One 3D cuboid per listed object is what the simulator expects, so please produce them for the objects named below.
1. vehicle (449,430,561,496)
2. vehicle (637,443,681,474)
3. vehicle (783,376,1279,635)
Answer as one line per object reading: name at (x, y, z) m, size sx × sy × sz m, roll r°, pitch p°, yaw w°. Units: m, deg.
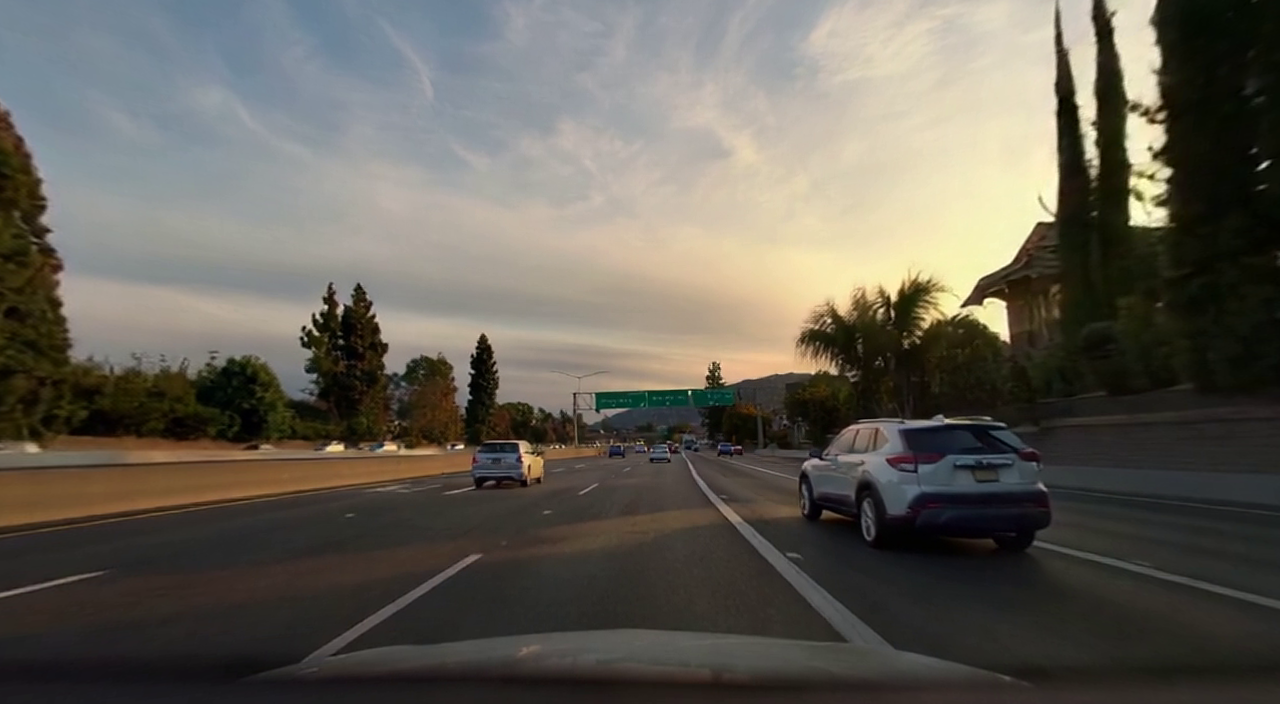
vehicle at (-3.793, 3.216, 18.657) m, size 2.260 × 1.706 × 4.177 m, roll 0°, pitch -9°, yaw 2°
vehicle at (1.017, 5.565, 33.228) m, size 2.146 × 1.485 × 4.332 m, roll 0°, pitch -9°, yaw 2°
vehicle at (3.479, 1.480, 7.192) m, size 2.463 × 1.851 × 5.122 m, roll 0°, pitch -9°, yaw -1°
